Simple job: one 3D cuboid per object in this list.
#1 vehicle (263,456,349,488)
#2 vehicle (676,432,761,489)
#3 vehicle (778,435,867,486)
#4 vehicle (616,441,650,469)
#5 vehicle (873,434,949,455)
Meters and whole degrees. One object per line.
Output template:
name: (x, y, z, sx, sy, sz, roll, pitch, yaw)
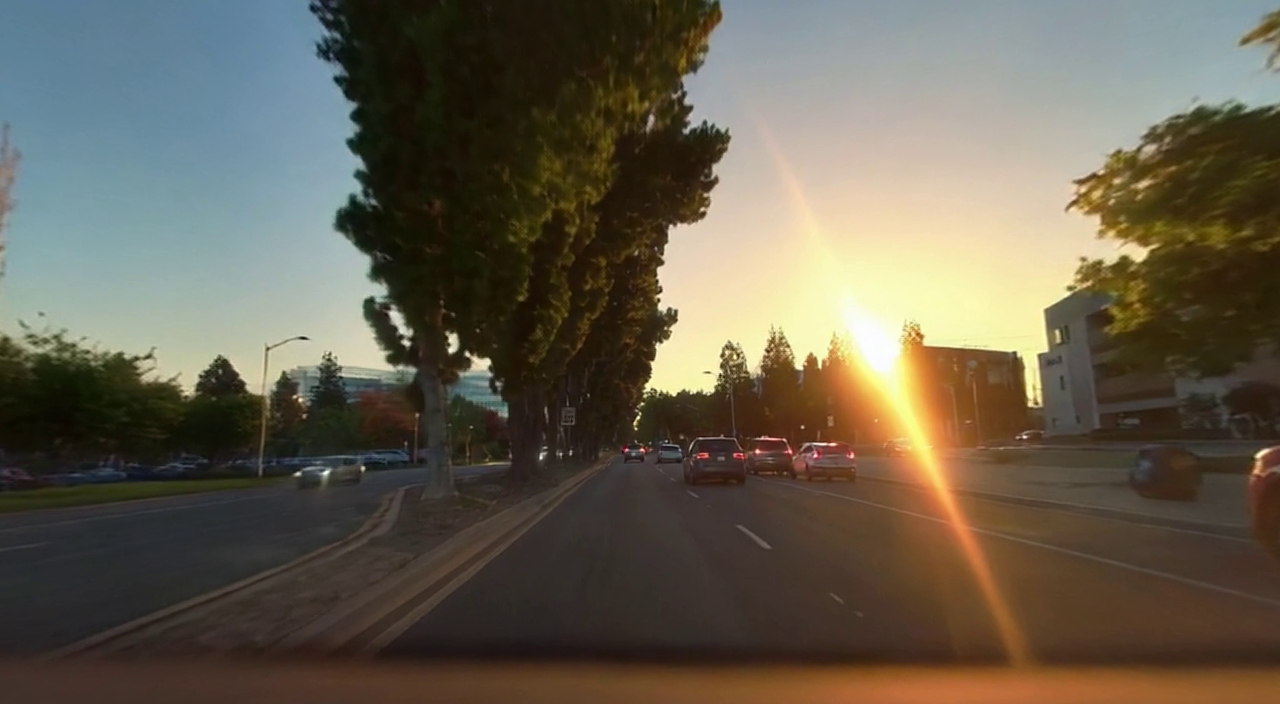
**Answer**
vehicle: (-18.339, 6.591, 34.964, 2.129, 1.531, 4.696, 0, -8, 1)
vehicle: (2.645, 3.791, 22.466, 2.227, 1.794, 4.457, 0, -8, -3)
vehicle: (6.701, 4.019, 23.715, 2.025, 1.719, 4.161, 0, -8, -1)
vehicle: (-0.453, 6.768, 41.731, 2.132, 1.693, 3.819, 0, -8, -1)
vehicle: (20.239, 6.931, 47.315, 4.608, 1.533, 2.193, 0, -8, -1)
